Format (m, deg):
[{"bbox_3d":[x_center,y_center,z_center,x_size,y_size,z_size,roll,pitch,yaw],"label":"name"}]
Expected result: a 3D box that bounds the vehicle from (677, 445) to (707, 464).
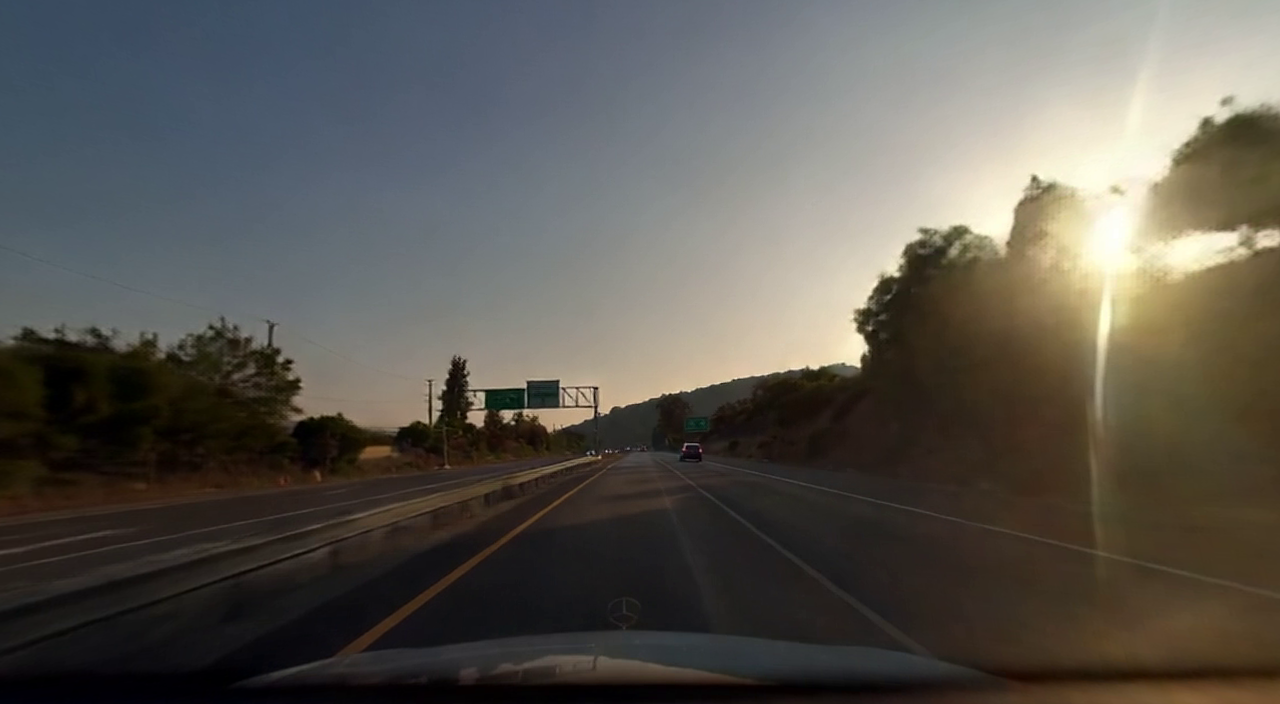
[{"bbox_3d":[3.981,7.910,48.499,1.923,1.408,3.835,0,-9,-1],"label":"vehicle"}]
